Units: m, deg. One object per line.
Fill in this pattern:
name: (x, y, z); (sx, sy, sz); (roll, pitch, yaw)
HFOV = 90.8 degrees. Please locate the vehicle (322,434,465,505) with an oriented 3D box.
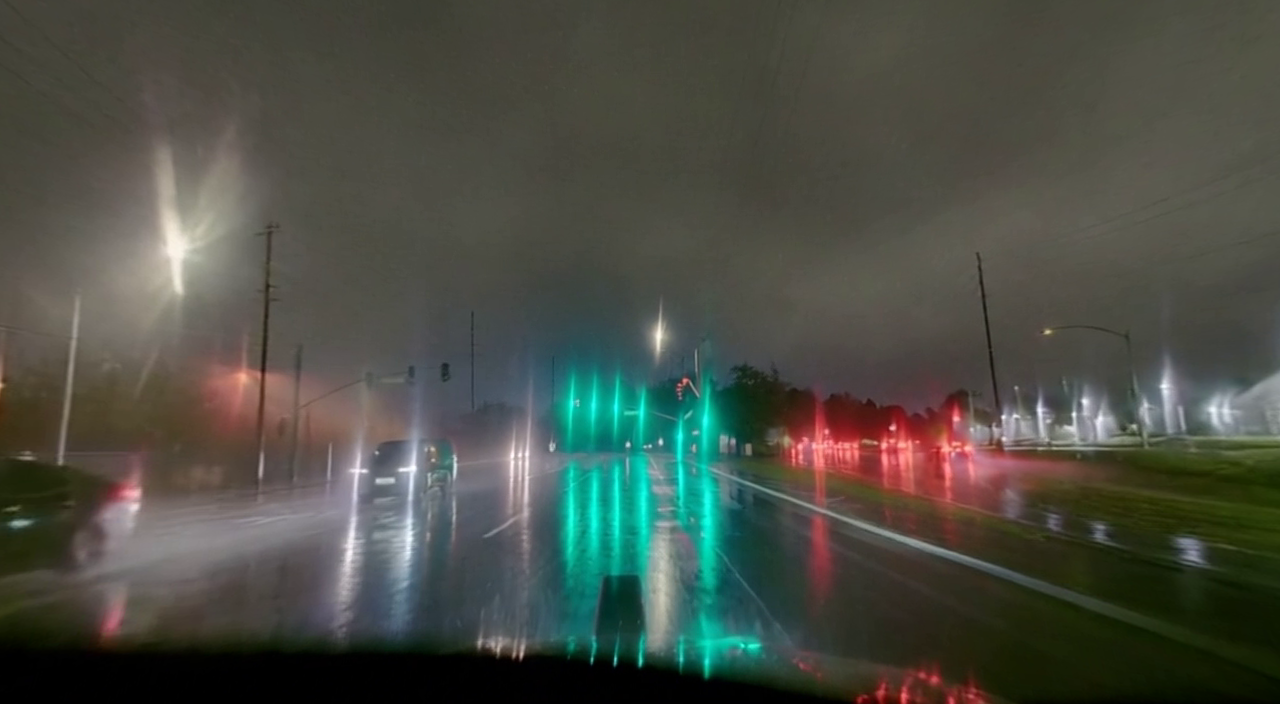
vehicle: (-6.976, 3.360, 18.596); (2.101, 1.768, 5.040); (0, -9, 1)

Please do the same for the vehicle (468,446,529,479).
vehicle: (-6.924, 5.437, 31.429); (1.854, 1.481, 4.518); (0, -9, 2)

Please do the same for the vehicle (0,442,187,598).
vehicle: (-7.074, 1.626, 6.213); (2.008, 1.456, 4.409); (0, -9, -1)
